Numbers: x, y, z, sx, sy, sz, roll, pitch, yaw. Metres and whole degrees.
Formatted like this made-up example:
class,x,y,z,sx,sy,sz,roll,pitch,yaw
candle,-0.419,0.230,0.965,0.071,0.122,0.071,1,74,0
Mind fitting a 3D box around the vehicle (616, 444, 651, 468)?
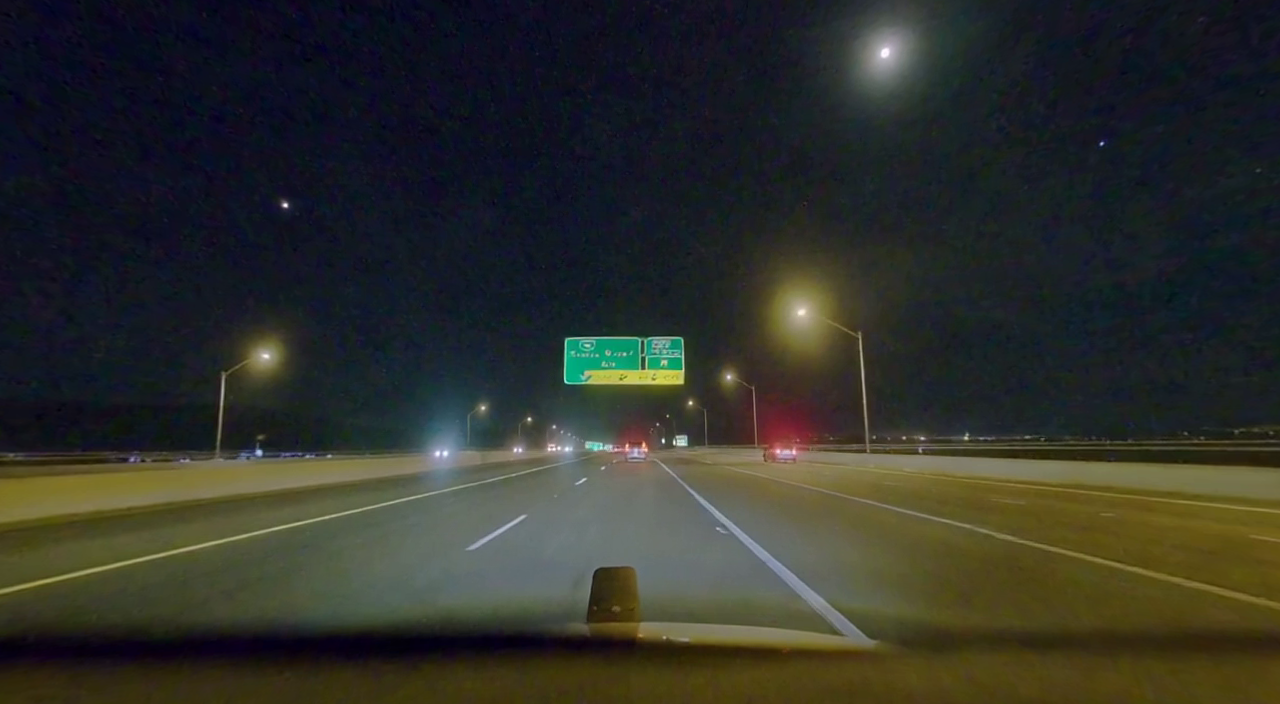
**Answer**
class,x,y,z,sx,sy,sz,roll,pitch,yaw
vehicle,-0.438,6.558,40.060,2.118,1.466,4.165,0,-9,-1
